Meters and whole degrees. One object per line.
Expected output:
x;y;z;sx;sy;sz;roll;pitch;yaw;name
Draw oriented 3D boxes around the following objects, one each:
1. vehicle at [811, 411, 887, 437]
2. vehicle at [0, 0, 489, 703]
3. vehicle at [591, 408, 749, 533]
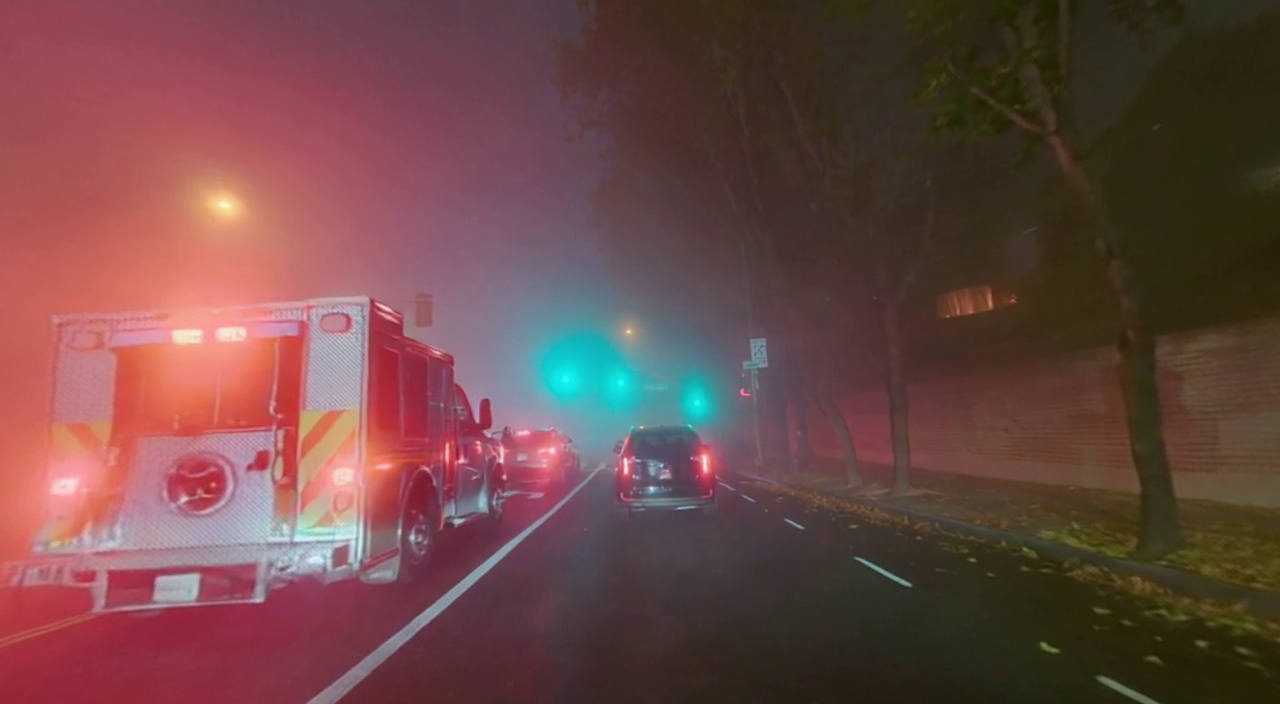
14.474;5.022;43.915;4.528;1.704;2.073;2;-9;-12;vehicle
-3.676;-0.131;1.802;3.631;3.655;12.773;0;-8;-1;vehicle
0.278;2.109;11.859;2.332;1.831;4.930;0;-8;-4;vehicle
